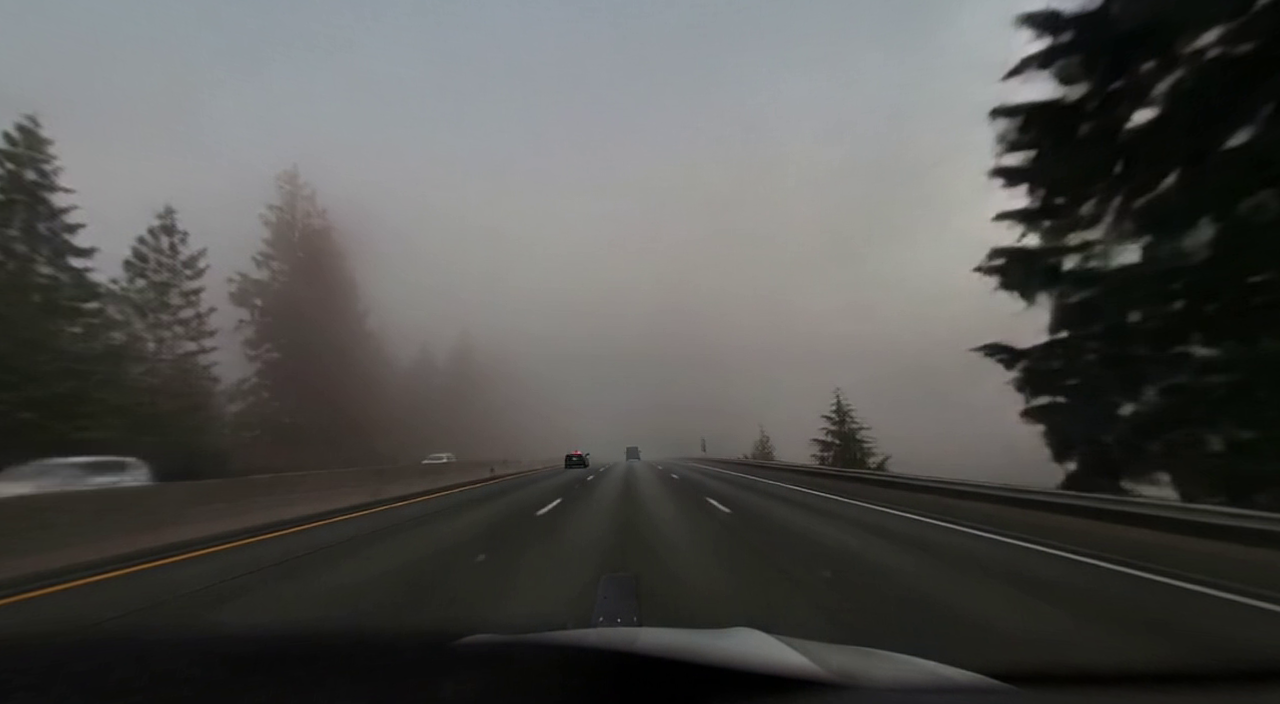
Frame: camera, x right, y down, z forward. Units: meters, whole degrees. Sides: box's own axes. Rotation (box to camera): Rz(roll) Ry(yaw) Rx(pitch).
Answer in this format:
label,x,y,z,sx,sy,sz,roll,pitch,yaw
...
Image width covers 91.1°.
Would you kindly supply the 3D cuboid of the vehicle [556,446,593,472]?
label,x,y,z,sx,sy,sz,roll,pitch,yaw
vehicle,-4.042,6.710,39.591,1.970,1.492,3.944,0,-9,-1
